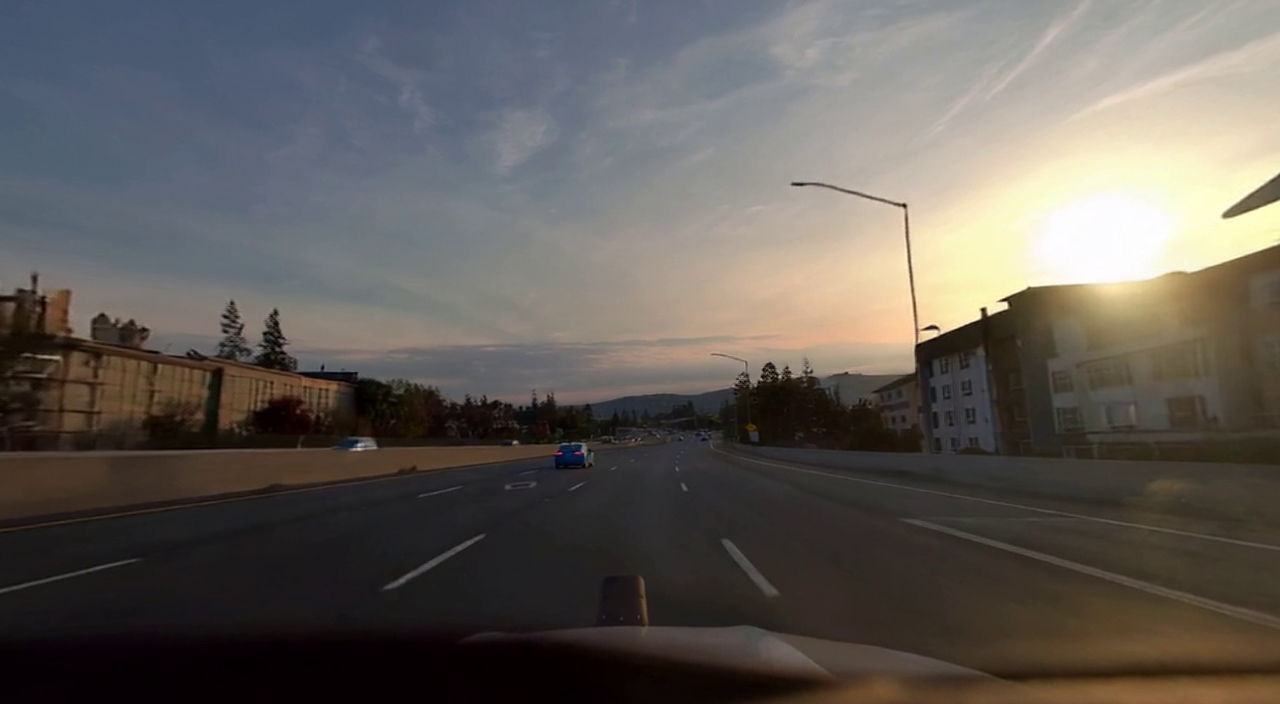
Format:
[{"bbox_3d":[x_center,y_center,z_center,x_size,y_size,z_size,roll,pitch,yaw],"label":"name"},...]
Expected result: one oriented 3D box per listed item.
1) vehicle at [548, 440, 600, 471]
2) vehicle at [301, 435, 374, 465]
[{"bbox_3d":[-3.491,5.578,34.318,2.087,1.566,4.756,-1,-8,3],"label":"vehicle"},{"bbox_3d":[-19.424,6.335,40.903,2.062,1.795,4.950,-1,-8,3],"label":"vehicle"}]
